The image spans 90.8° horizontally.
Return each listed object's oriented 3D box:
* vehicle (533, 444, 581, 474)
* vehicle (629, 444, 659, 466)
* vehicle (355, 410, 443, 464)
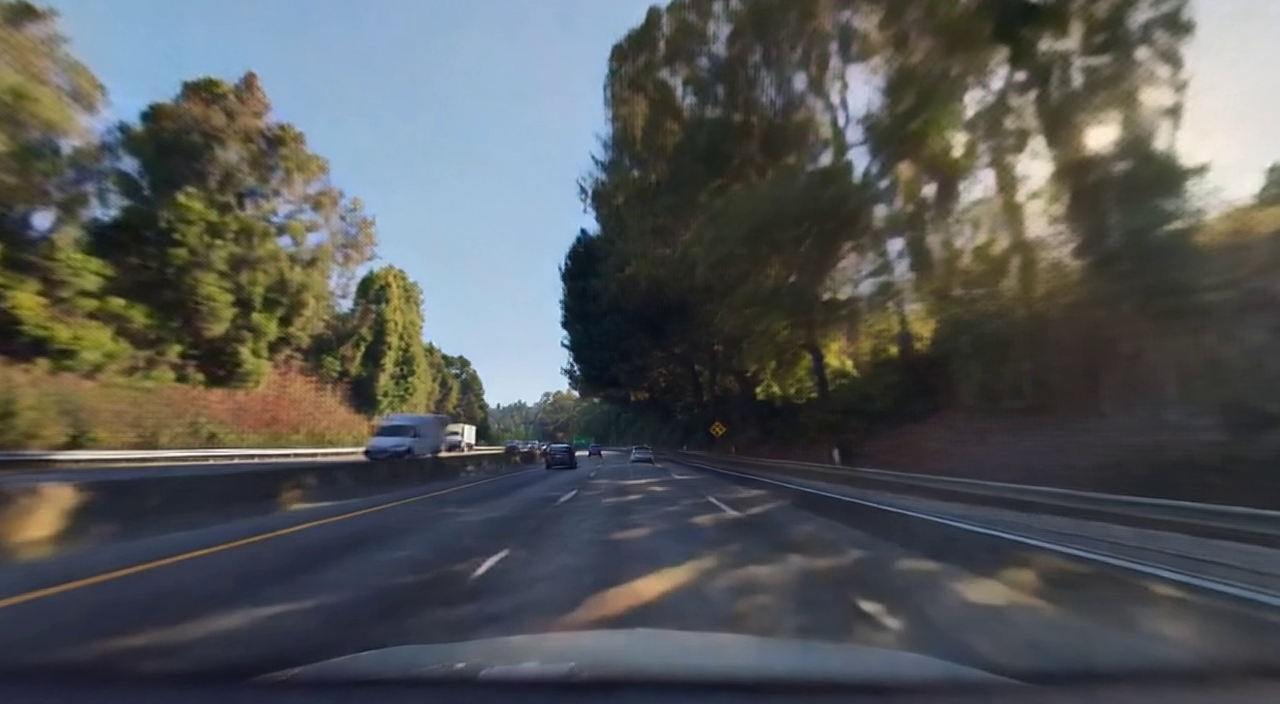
[{"bbox_3d":[-4.356,5.681,33.772,2.054,1.500,4.469,0,-8,-1],"label":"vehicle"},{"bbox_3d":[0.250,7.545,46.347,2.008,1.499,3.192,0,-9,-2],"label":"vehicle"},{"bbox_3d":[-13.433,4.855,35.806,2.316,2.749,7.020,0,-9,-1],"label":"vehicle"}]
